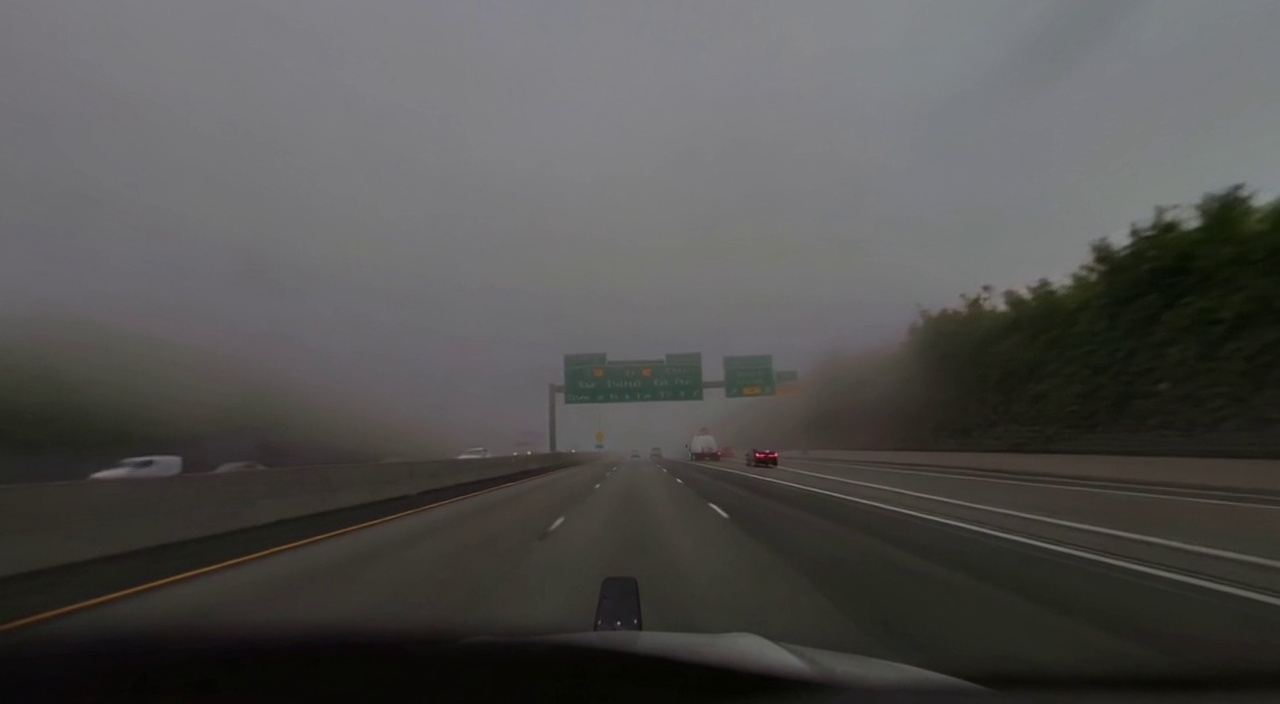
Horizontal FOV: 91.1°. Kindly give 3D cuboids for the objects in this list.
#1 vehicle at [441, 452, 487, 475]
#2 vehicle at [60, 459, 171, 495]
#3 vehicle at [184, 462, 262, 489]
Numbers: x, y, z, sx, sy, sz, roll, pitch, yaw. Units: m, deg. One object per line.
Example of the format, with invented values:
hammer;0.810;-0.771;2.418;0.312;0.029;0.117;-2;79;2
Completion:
vehicle;-12.809;8.111;46.012;2.223;1.585;3.787;0;-9;0
vehicle;-28.833;6.855;34.810;2.021;1.715;4.781;0;-9;0
vehicle;-25.069;7.415;37.977;1.813;1.454;4.257;-1;-9;0
